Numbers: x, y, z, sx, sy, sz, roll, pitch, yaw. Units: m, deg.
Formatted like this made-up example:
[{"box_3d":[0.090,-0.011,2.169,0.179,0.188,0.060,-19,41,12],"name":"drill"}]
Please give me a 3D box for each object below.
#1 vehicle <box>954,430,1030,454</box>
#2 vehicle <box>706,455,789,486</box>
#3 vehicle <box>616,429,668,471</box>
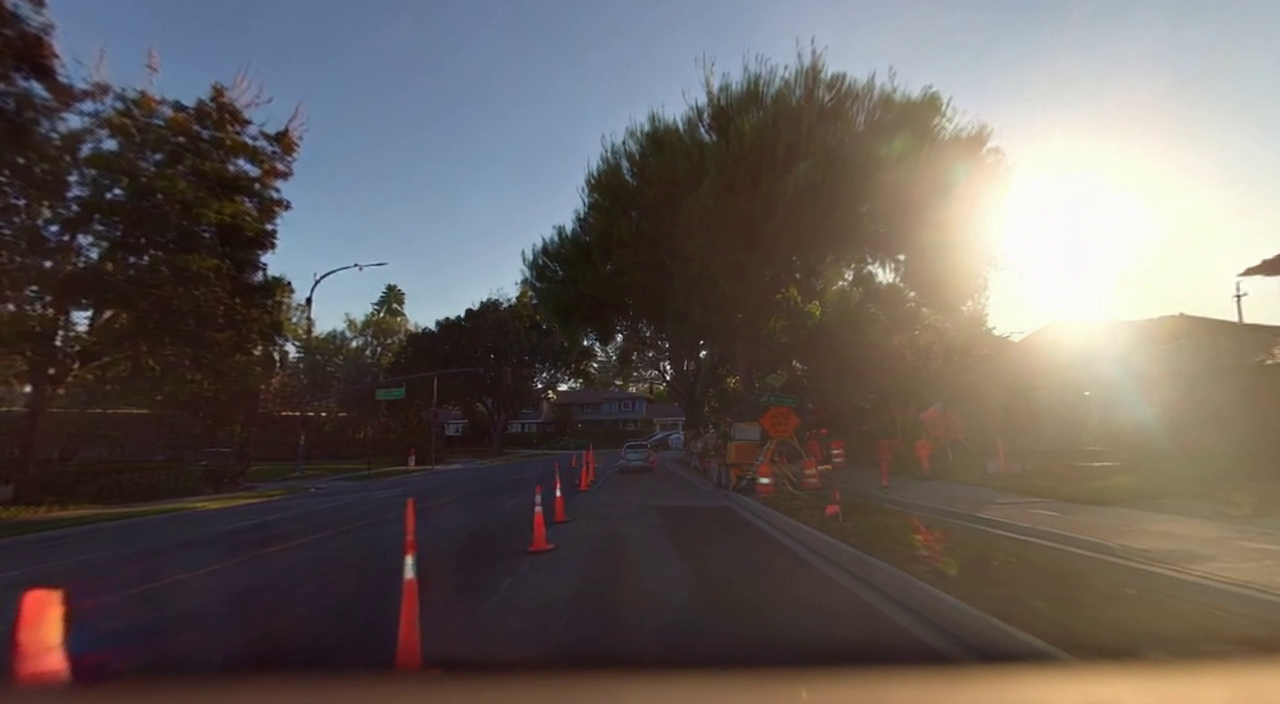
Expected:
[{"box_3d":[24.450,6.267,43.767,4.151,1.429,1.743,-3,-8,3],"name":"vehicle"},{"box_3d":[3.418,3.848,20.601,2.123,0.883,3.024,0,-8,-1],"name":"vehicle"},{"box_3d":[0.026,4.348,28.066,2.151,1.708,4.084,0,-8,-1],"name":"vehicle"}]
